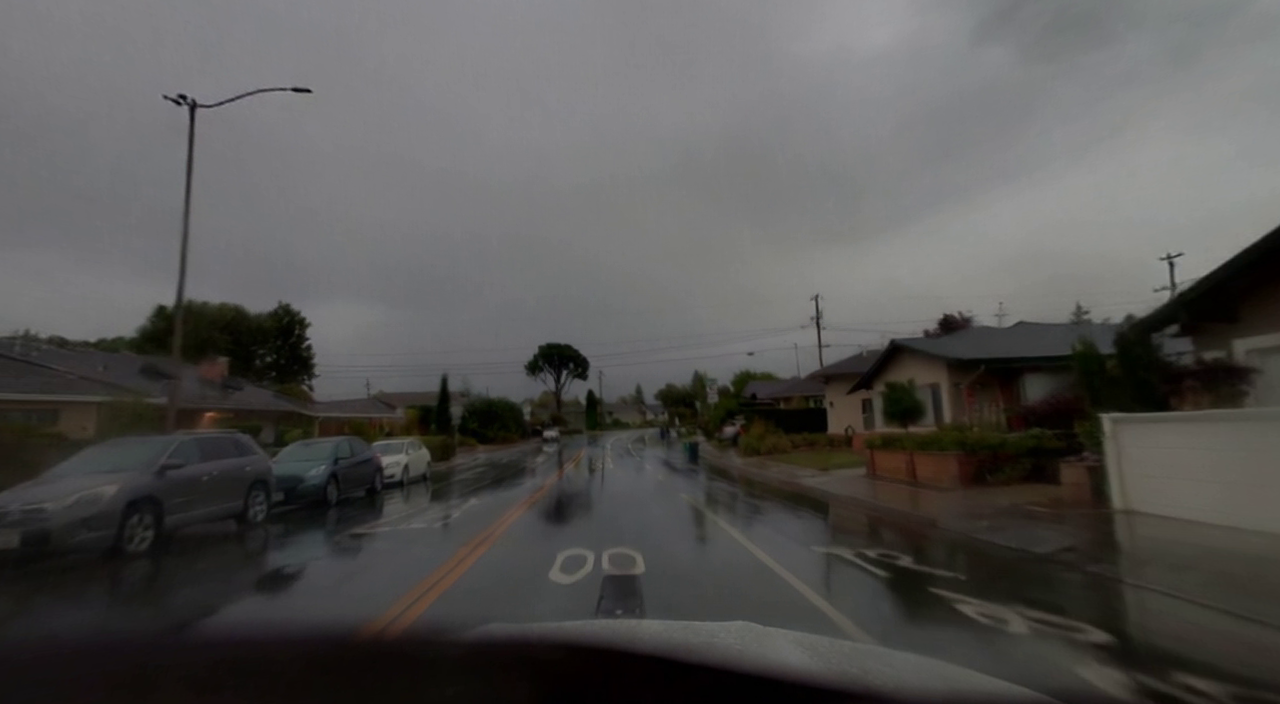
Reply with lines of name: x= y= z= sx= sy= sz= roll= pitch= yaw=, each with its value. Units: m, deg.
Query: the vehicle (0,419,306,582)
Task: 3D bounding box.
vehicle: x=-6.941 y=1.907 z=9.144 sx=1.865 sy=1.750 sz=4.507 roll=0 pitch=-8 yaw=-2
